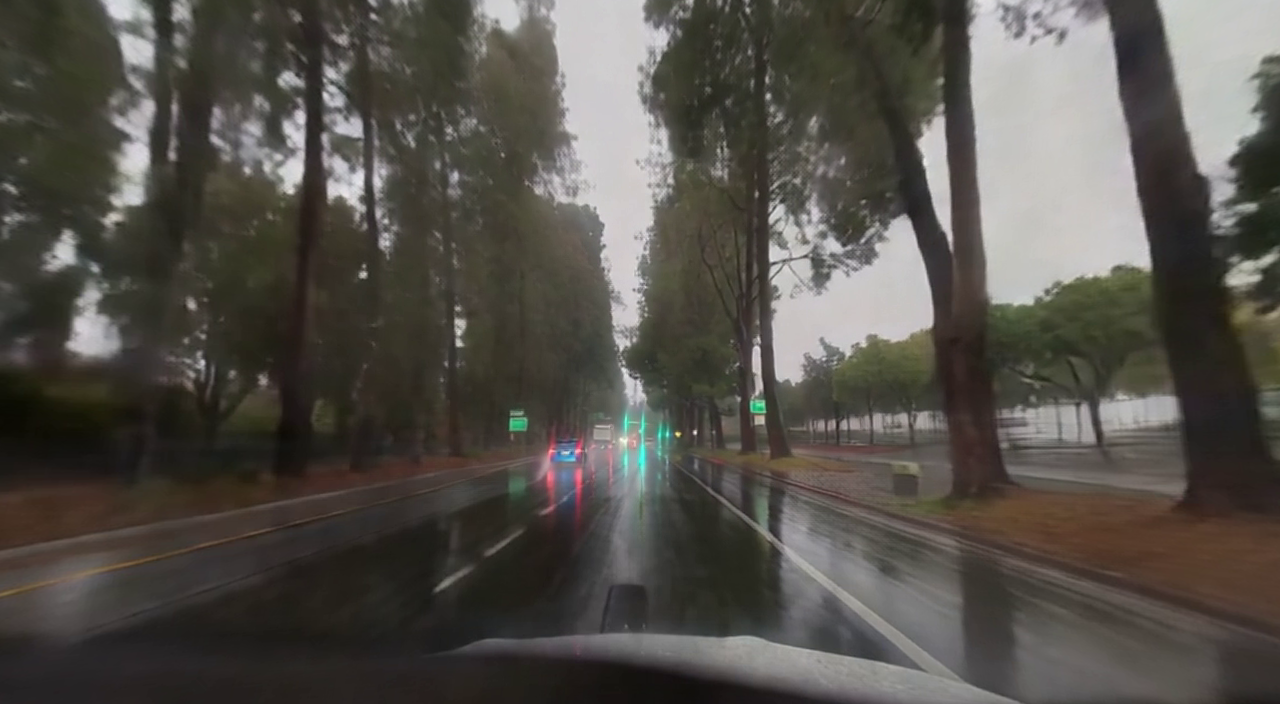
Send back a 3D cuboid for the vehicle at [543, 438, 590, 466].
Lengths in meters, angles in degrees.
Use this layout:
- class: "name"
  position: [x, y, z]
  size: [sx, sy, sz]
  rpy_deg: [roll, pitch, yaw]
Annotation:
- class: "vehicle"
  position: [-3.933, 5.425, 34.436]
  size: [2.005, 1.462, 4.345]
  rpy_deg: [0, -8, 1]
